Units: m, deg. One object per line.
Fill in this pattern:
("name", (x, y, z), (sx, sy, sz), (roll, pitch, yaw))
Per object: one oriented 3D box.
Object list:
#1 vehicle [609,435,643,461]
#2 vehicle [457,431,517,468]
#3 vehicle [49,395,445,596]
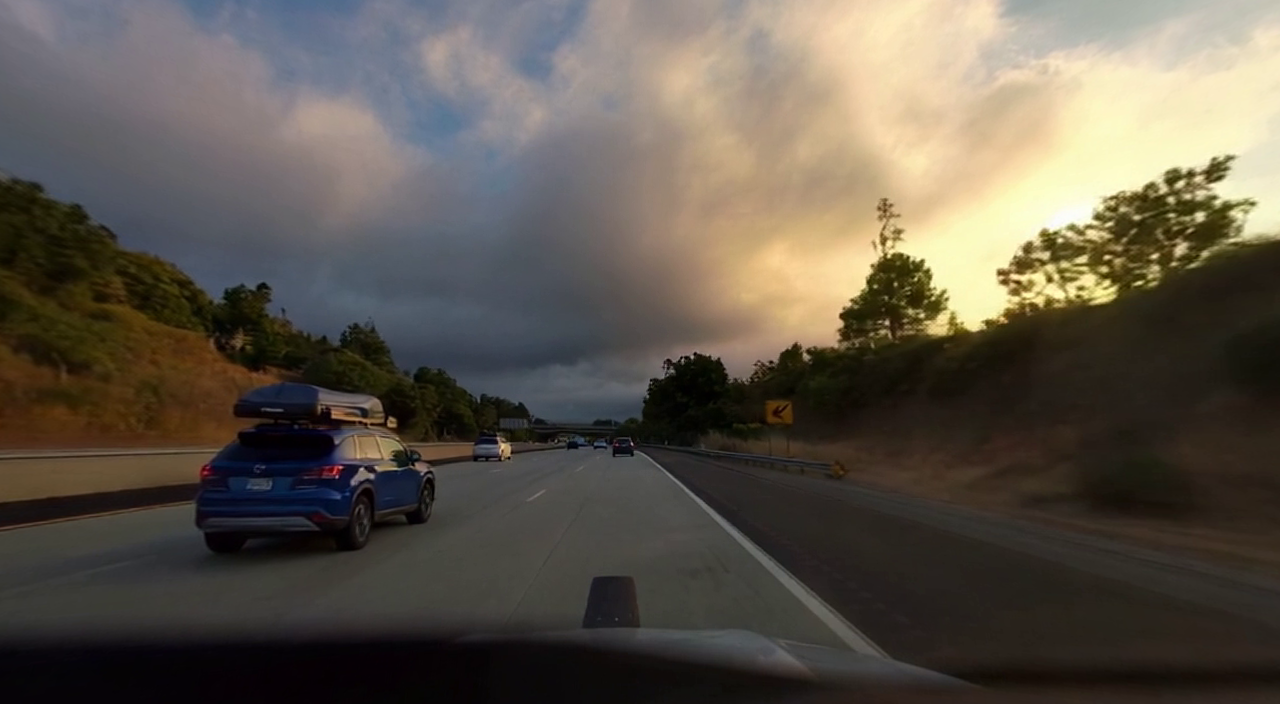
("vehicle", (-0.925, 6.354, 42.030), (2.178, 1.658, 3.916), (0, -8, -1))
("vehicle", (-7.848, 5.016, 32.736), (1.964, 1.745, 4.338), (0, -8, 1))
("vehicle", (-4.200, 1.574, 7.964), (2.069, 1.748, 4.652), (0, -8, -1))
